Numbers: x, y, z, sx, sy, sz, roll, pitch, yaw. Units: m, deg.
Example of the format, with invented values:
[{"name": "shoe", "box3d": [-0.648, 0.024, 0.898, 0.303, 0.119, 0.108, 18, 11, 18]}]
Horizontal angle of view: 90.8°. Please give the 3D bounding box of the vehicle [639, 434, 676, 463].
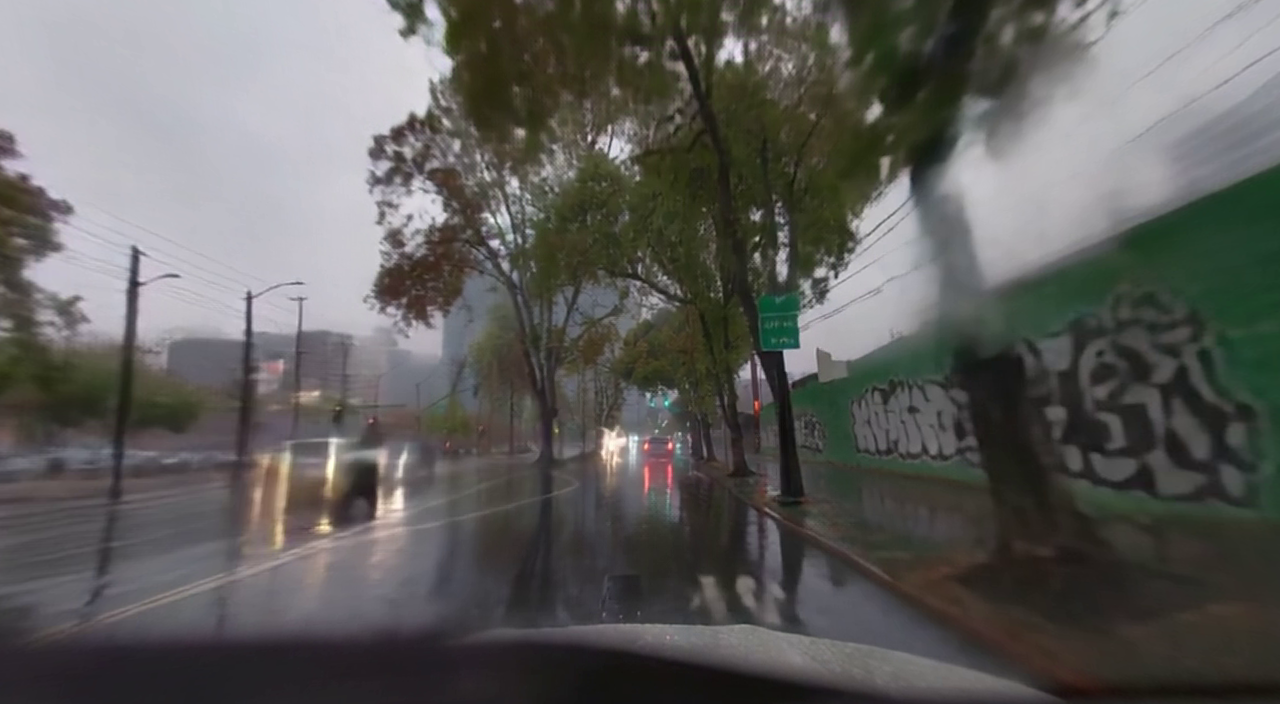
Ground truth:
[{"name": "vehicle", "box3d": [1.046, 5.740, 37.630, 2.105, 1.611, 3.750, 0, -8, 2]}]
